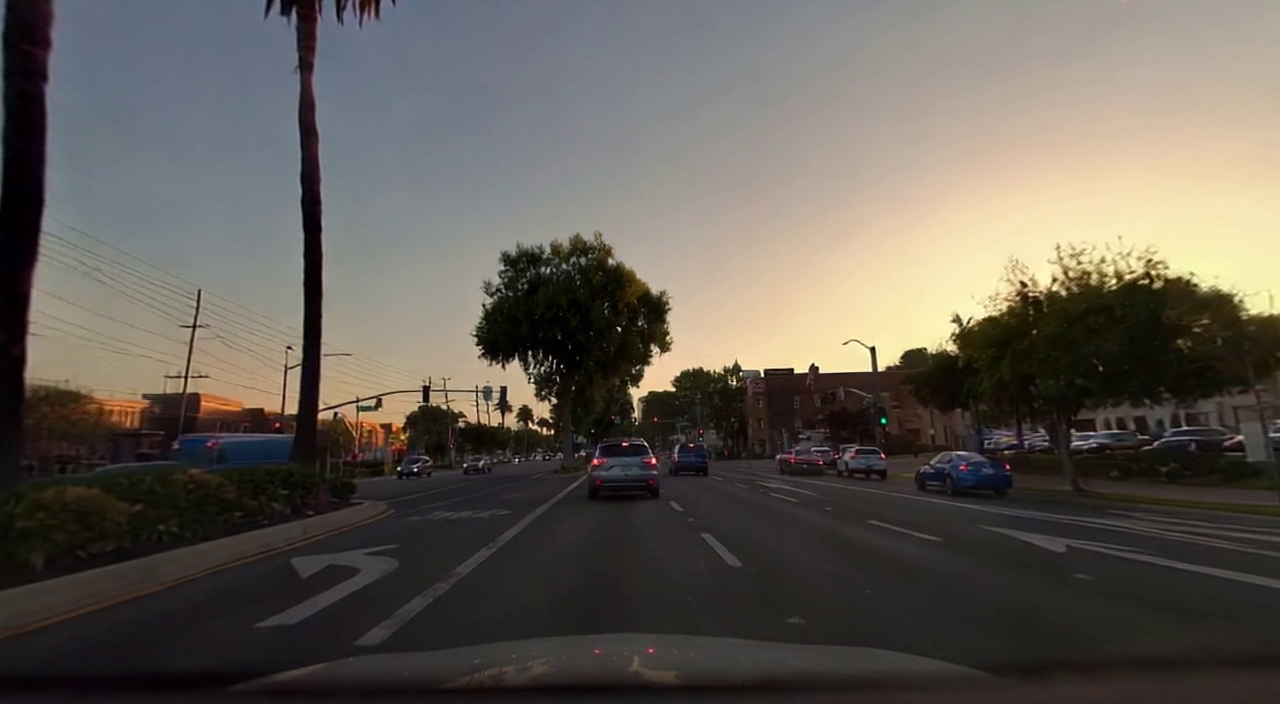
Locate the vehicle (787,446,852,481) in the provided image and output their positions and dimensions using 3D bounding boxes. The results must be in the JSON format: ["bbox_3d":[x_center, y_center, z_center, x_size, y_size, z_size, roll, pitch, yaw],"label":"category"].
[{"bbox_3d":[9.758,6.088,34.761,2.155,1.779,4.582,0,-9,-1],"label":"vehicle"}]

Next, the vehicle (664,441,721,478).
[{"bbox_3d":[3.036,6.430,38.193,2.773,2.021,6.212,0,-9,-1],"label":"vehicle"}]

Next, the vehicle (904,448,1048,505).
[{"bbox_3d":[9.911,3.675,19.089,1.967,1.485,4.267,0,-9,0],"label":"vehicle"}]

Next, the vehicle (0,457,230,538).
[{"bbox_3d":[-11.816,3.208,14.537,1.965,1.475,4.209,0,-9,-1],"label":"vehicle"}]

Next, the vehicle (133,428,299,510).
[{"bbox_3d":[-19.076,5.261,29.151,2.901,3.039,7.160,-4,-8,-2],"label":"vehicle"}]

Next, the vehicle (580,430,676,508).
[{"bbox_3d":[-0.343,3.275,18.177,2.402,1.938,4.535,0,-9,-1],"label":"vehicle"}]
